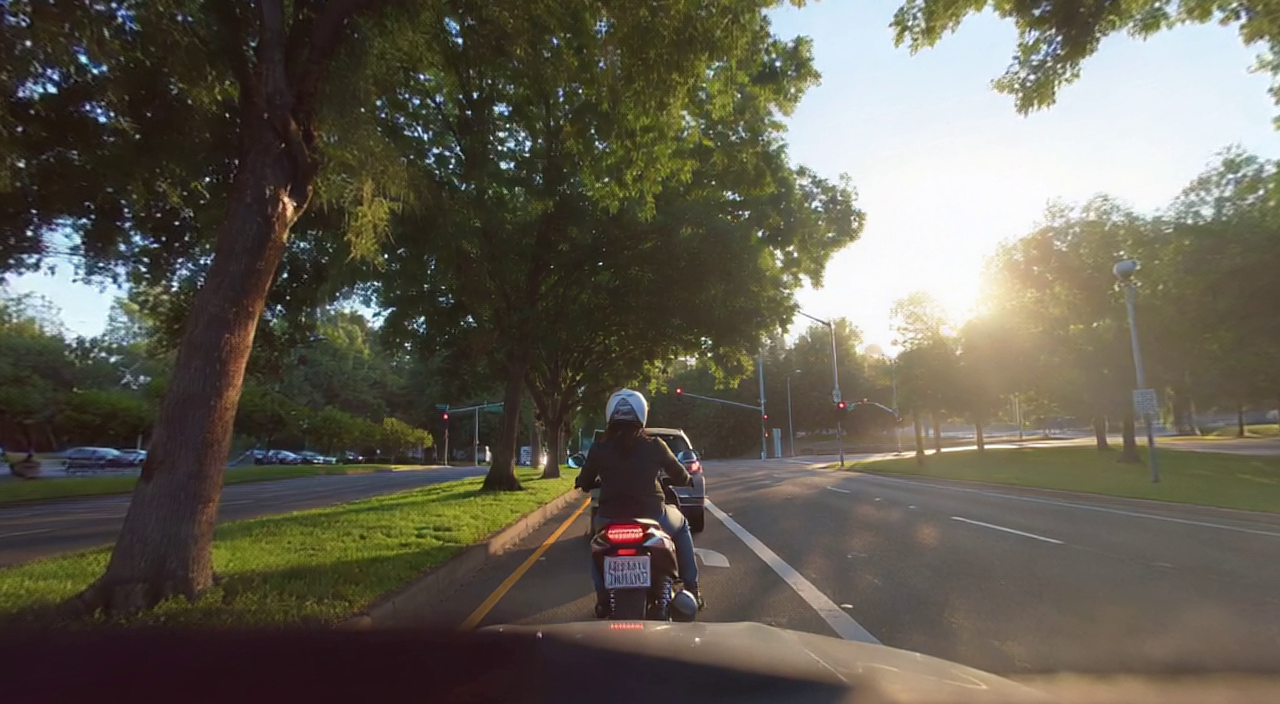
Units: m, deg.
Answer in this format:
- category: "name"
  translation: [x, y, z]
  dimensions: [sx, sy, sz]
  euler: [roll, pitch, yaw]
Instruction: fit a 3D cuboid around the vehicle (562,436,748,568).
- category: "vehicle"
  translation: [0.127, 2.022, 9.406]
  dimensions: [2.093, 1.450, 4.437]
  euler: [0, -8, -1]
